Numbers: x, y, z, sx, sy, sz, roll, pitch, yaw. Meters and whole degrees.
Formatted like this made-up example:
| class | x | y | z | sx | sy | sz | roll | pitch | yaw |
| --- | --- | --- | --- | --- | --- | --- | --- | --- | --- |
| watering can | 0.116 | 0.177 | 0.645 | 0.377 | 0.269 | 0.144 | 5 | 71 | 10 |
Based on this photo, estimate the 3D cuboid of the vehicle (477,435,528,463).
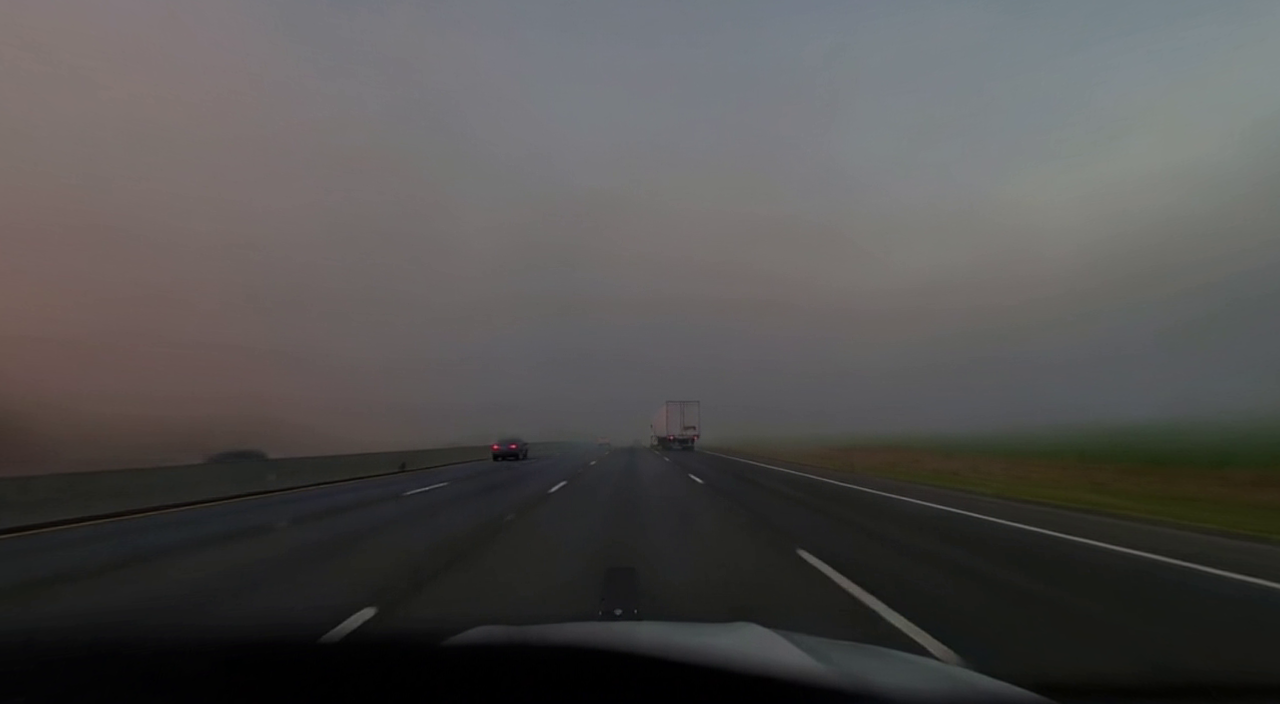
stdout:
| class | x | y | z | sx | sy | sz | roll | pitch | yaw |
| --- | --- | --- | --- | --- | --- | --- | --- | --- | --- |
| vehicle | -7.757 | 5.498 | 35.968 | 2.018 | 1.454 | 4.290 | 0 | -8 | -1 |

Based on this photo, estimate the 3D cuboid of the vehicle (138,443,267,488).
| class | x | y | z | sx | sy | sz | roll | pitch | yaw |
| --- | --- | --- | --- | --- | --- | --- | --- | --- | --- |
| vehicle | -15.672 | 4.053 | 22.868 | 1.966 | 1.429 | 3.890 | 0 | -8 | -2 |
